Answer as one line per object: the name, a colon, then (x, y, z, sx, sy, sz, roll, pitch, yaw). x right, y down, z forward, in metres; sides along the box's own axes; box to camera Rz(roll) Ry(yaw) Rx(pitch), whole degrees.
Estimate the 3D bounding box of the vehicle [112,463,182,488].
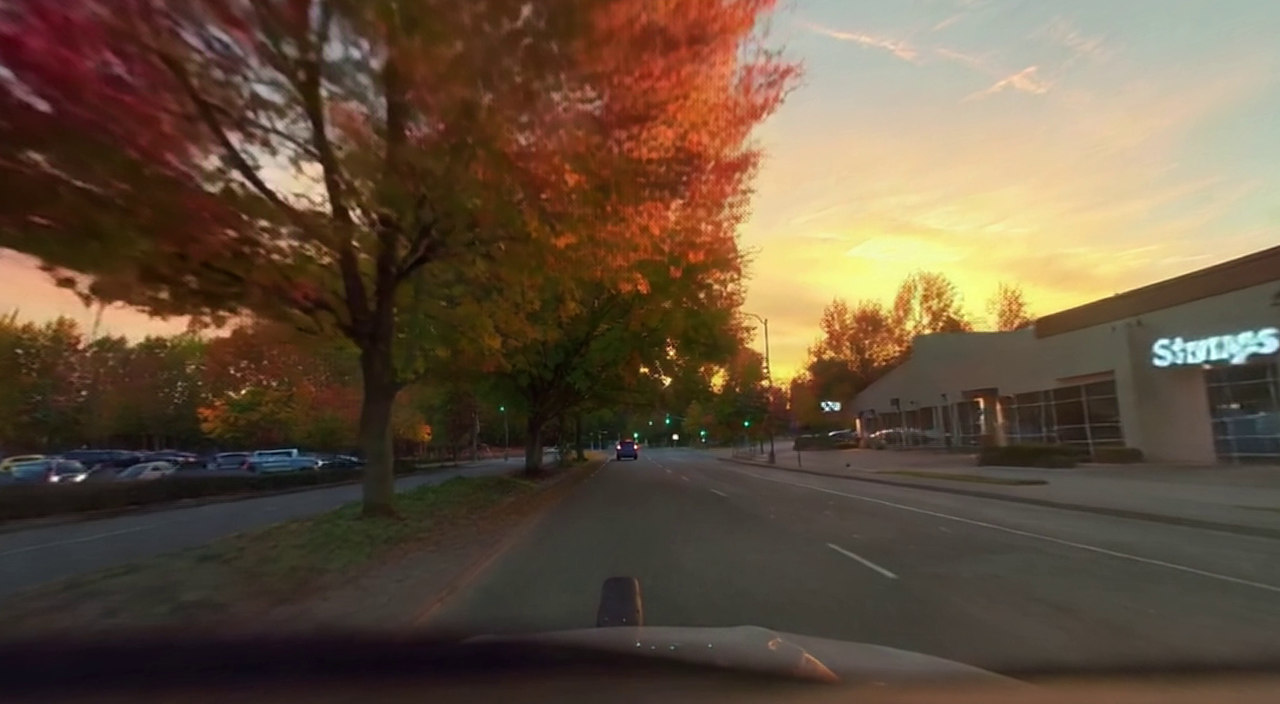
vehicle: (-35.290, 8.851, 45.276, 1.784, 1.536, 3.893, 0, -8, 2)
